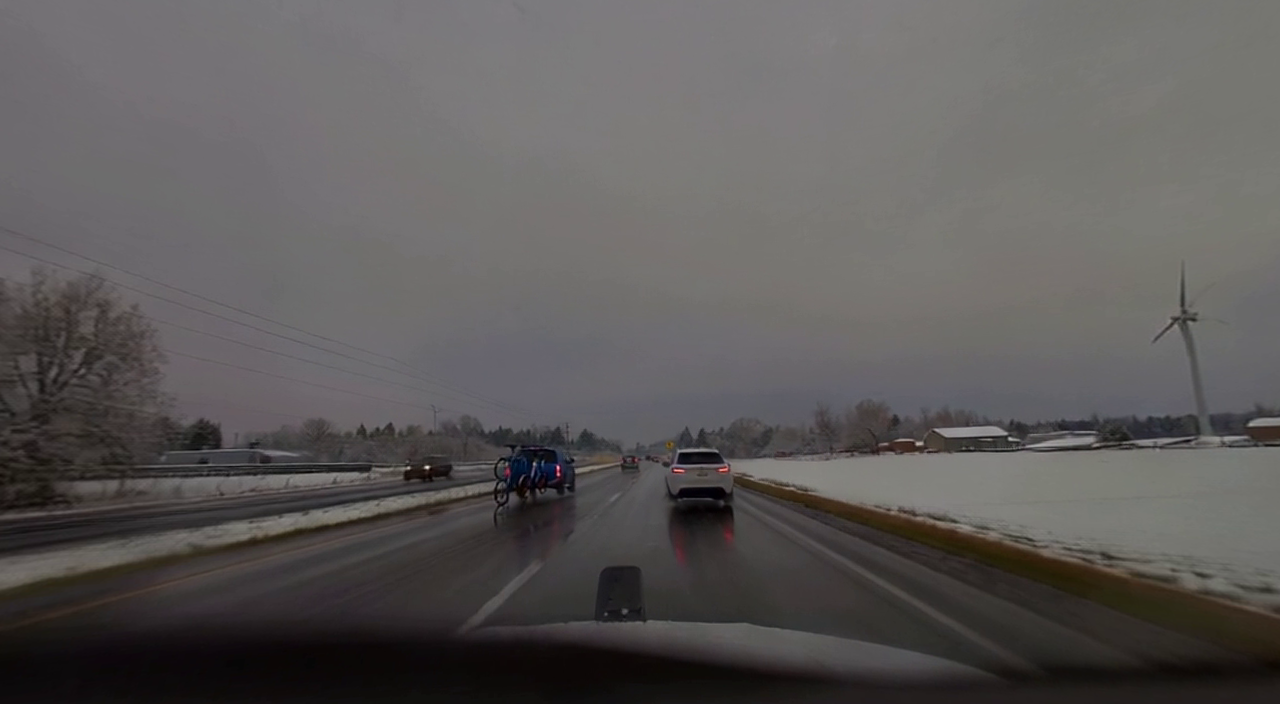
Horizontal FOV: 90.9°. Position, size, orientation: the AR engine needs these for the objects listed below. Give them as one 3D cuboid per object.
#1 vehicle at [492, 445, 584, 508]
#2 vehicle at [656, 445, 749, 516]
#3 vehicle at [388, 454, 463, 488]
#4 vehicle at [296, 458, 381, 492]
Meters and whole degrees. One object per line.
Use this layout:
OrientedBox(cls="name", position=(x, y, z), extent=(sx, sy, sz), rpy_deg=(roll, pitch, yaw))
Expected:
OrientedBox(cls="vehicle", position=(-2.969, 3.711, 19.238), extent=(1.962, 1.681, 4.033), rpy_deg=(-1, -9, 2))
OrientedBox(cls="vehicle", position=(1.457, 3.249, 16.360), extent=(2.063, 1.582, 3.955), rpy_deg=(-1, -9, 1))
OrientedBox(cls="vehicle", position=(-10.690, 5.947, 31.766), extent=(2.088, 1.545, 4.230), rpy_deg=(-1, -9, 3))
OrientedBox(cls="vehicle", position=(-14.628, 5.970, 30.822), extent=(1.972, 1.466, 3.984), rpy_deg=(-1, -9, 3))
